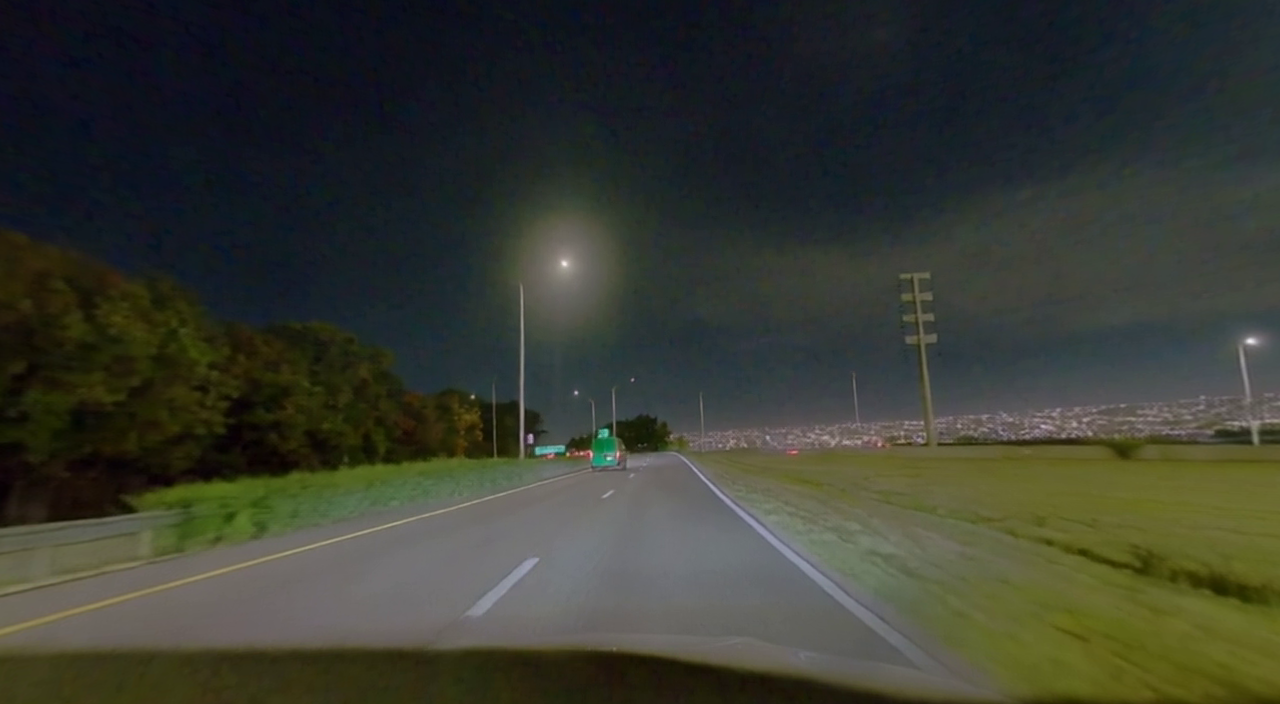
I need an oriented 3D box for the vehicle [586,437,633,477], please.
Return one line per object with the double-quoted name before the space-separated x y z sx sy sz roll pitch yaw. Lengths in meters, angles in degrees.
"vehicle" -1.660 5.906 35.489 2.270 2.023 4.632 -1 -9 2
